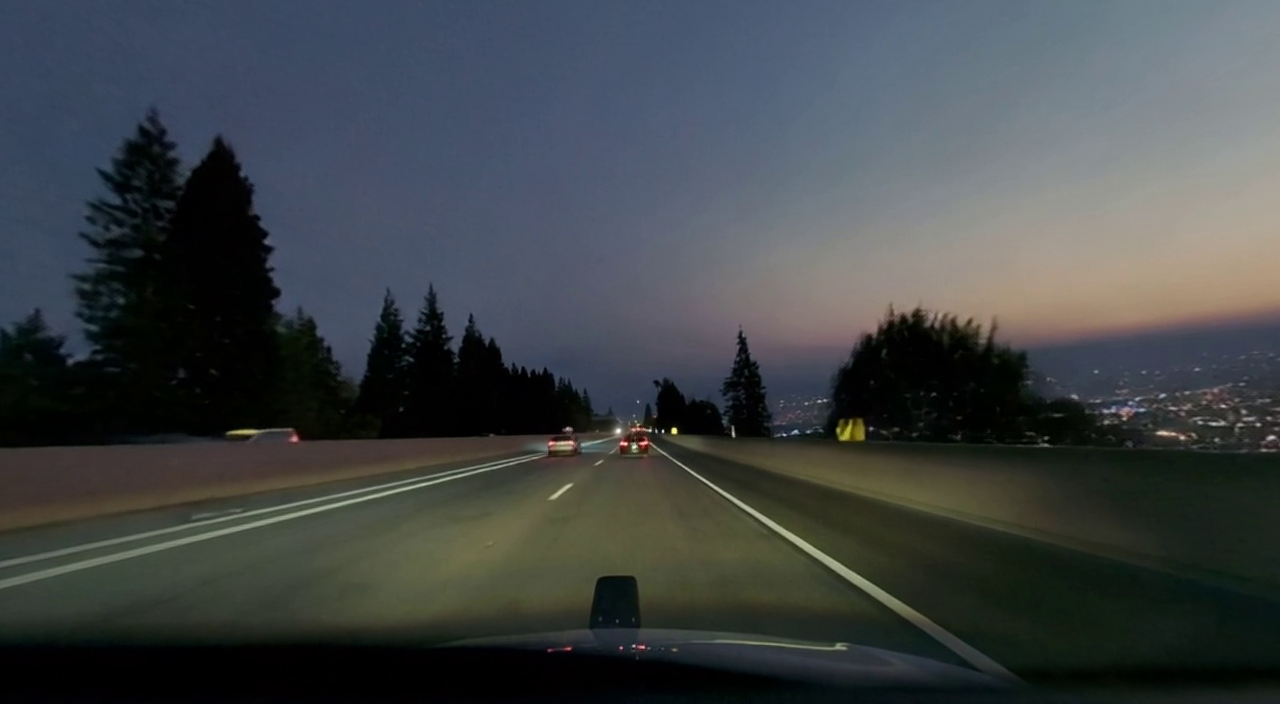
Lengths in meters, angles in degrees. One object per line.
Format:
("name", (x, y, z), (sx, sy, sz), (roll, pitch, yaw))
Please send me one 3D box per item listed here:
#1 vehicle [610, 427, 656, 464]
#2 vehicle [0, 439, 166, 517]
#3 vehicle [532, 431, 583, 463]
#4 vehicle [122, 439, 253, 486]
("vehicle", (-0.332, 4.561, 30.878), (2.134, 1.654, 4.174), (0, -8, 0))
("vehicle", (-13.046, 2.655, 13.890), (1.888, 1.432, 4.235), (0, -8, -1))
("vehicle", (-4.151, 4.854, 32.434), (2.030, 1.491, 4.046), (0, -8, 1))
("vehicle", (-13.116, 3.179, 18.468), (1.647, 1.235, 2.839), (0, -8, 2))
